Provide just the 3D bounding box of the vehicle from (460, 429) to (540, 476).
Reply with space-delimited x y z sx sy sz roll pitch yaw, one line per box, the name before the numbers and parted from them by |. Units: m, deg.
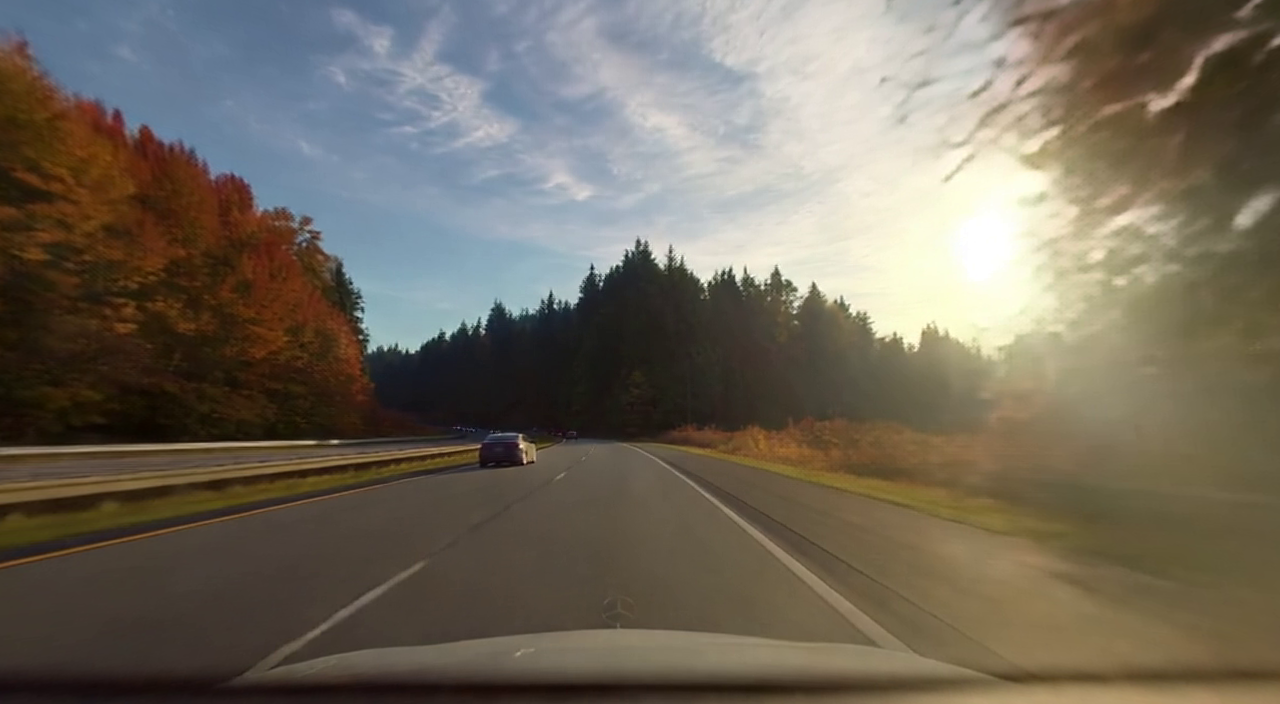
vehicle | -5.060 3.667 23.381 2.073 1.559 4.393 0 -8 -2
